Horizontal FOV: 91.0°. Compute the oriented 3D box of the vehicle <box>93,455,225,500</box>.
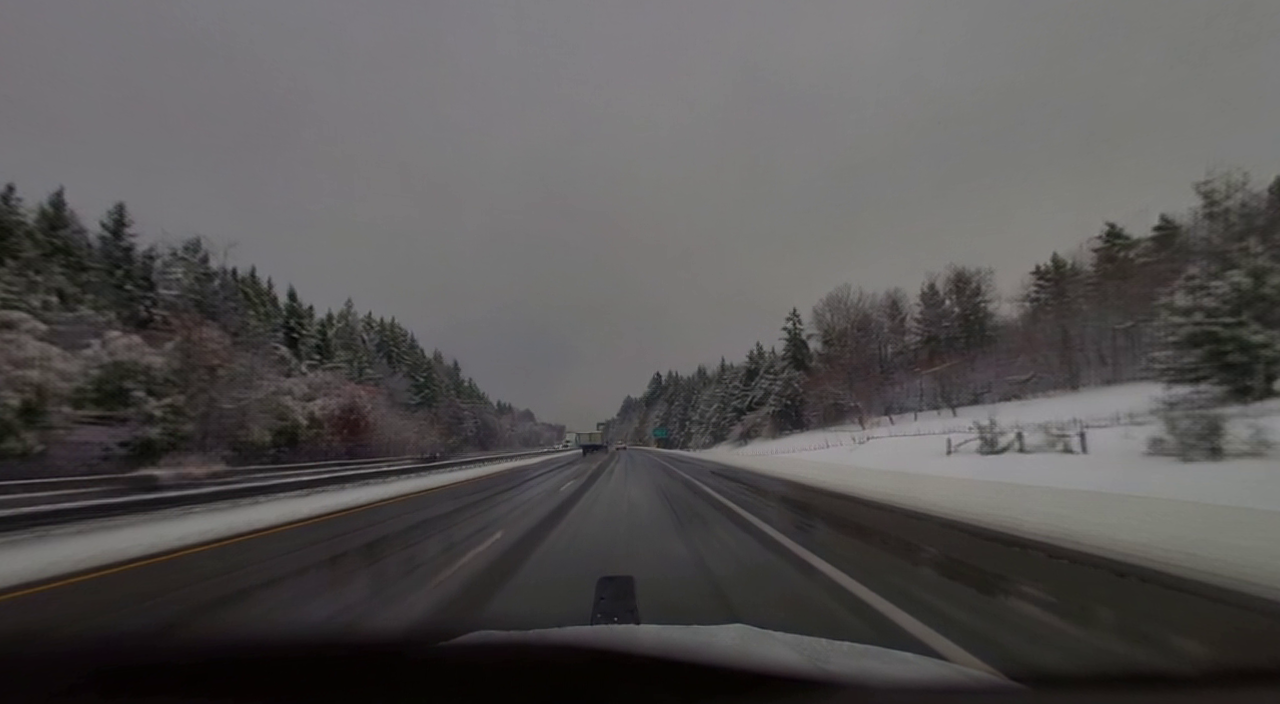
[{"bbox_3d":[-18.277,4.734,24.211,1.782,1.450,4.345,0,-8,-2],"label":"vehicle"}]
